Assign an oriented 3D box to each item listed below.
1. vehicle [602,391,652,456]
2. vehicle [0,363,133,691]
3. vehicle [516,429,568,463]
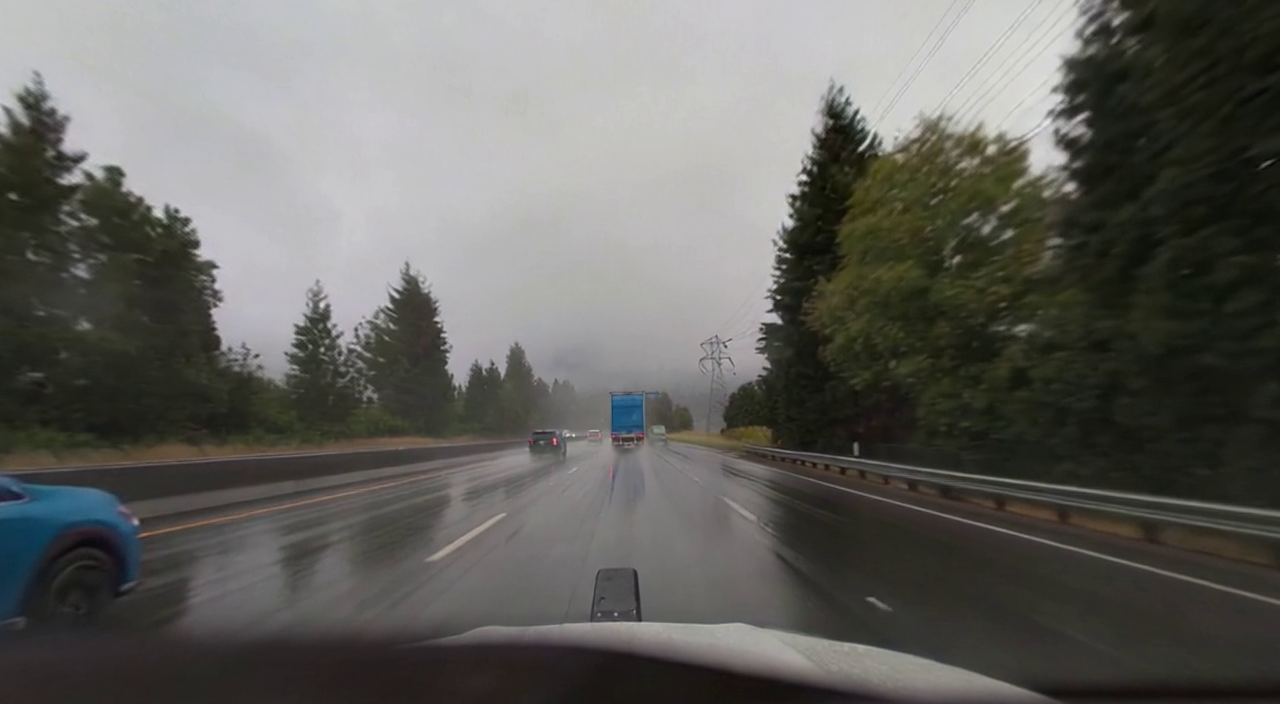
[{"bbox_3d":[-0.814,4.892,42.463,2.955,3.851,9.915,0,-8,-1],"label":"vehicle"},{"bbox_3d":[-4.216,0.671,1.620,2.117,1.618,4.480,0,-7,-1],"label":"vehicle"},{"bbox_3d":[-4.669,4.548,30.678,1.934,1.549,4.194,0,-7,-1],"label":"vehicle"}]
